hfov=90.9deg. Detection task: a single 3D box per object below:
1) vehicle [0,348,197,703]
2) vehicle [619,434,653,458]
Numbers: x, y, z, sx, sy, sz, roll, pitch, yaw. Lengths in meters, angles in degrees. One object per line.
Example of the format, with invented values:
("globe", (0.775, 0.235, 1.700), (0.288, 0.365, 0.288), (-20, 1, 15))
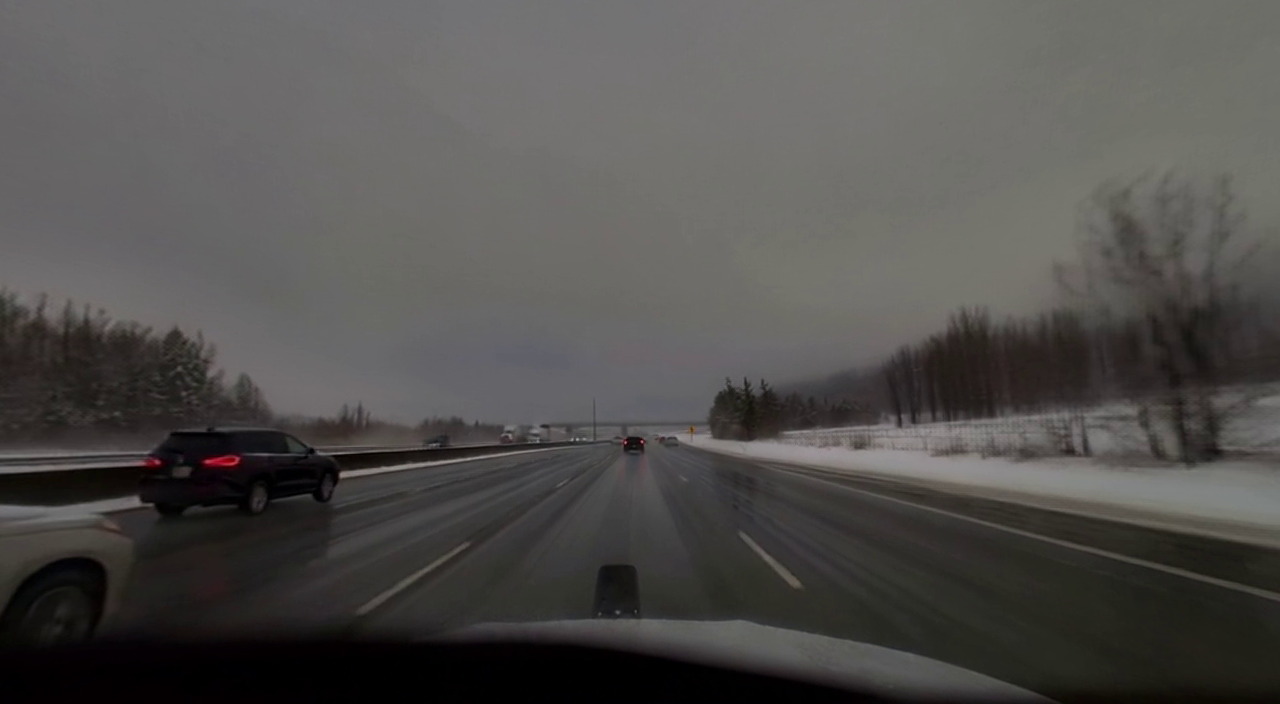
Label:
("vehicle", (-3.865, 0.706, 1.760), (2.070, 1.703, 4.452), (0, -8, -1))
("vehicle", (-0.308, 6.177, 41.755), (2.140, 1.475, 3.969), (0, -8, -1))
